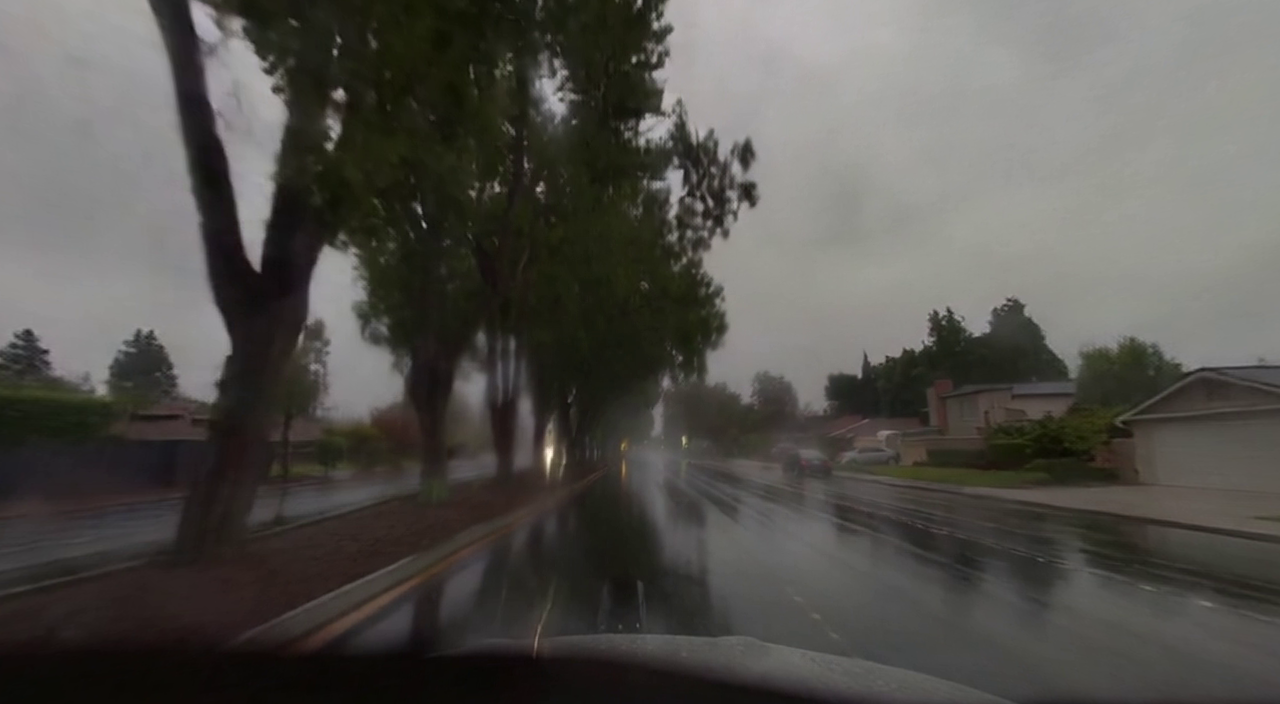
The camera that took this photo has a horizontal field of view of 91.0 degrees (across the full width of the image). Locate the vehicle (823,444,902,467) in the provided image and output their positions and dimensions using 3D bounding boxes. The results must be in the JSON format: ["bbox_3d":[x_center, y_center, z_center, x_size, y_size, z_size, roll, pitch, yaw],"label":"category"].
[{"bbox_3d":[15.259,7.101,43.287,4.644,1.542,2.095,0,-9,1],"label":"vehicle"}]

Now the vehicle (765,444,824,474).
[{"bbox_3d":[8.359,5.826,34.491,1.940,1.516,4.319,1,-9,-3],"label":"vehicle"}]
